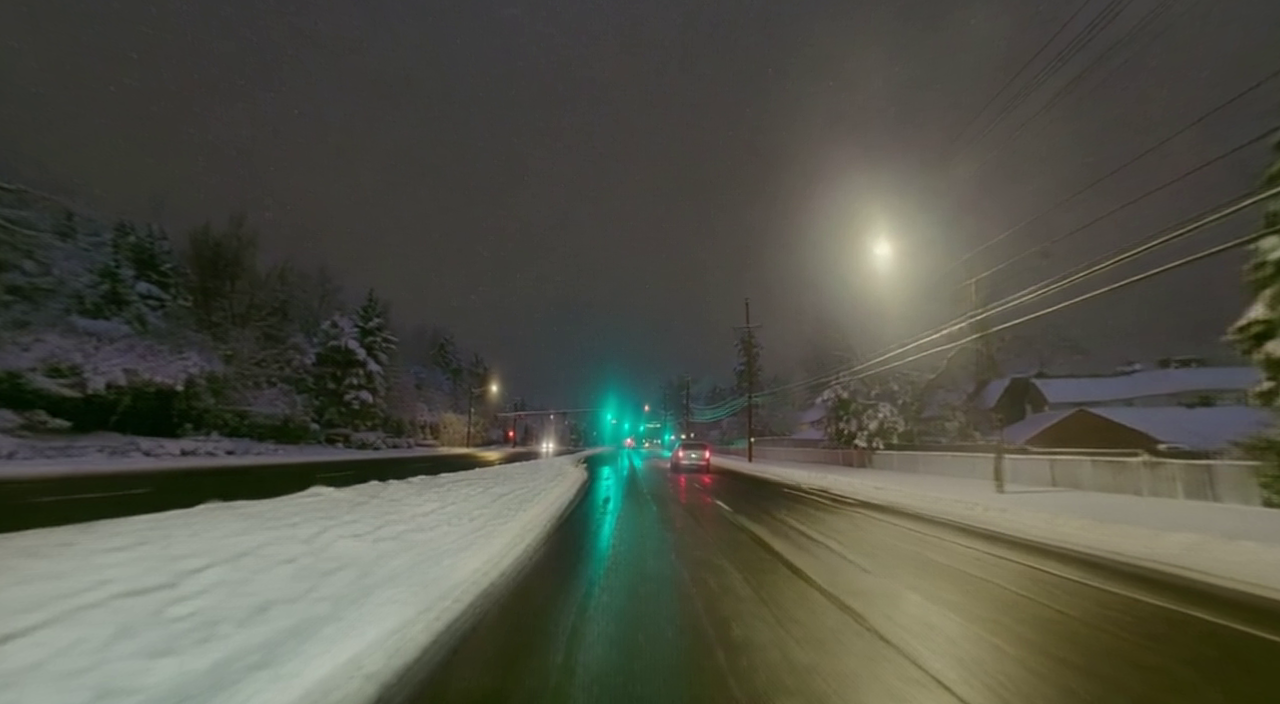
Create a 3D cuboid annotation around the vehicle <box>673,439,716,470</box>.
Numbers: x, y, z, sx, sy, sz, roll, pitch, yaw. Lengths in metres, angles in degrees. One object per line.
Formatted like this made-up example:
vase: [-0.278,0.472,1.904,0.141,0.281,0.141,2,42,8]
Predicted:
vehicle: [3.357,6.384,39.577,2.240,1.781,4.433,0,-8,-1]
